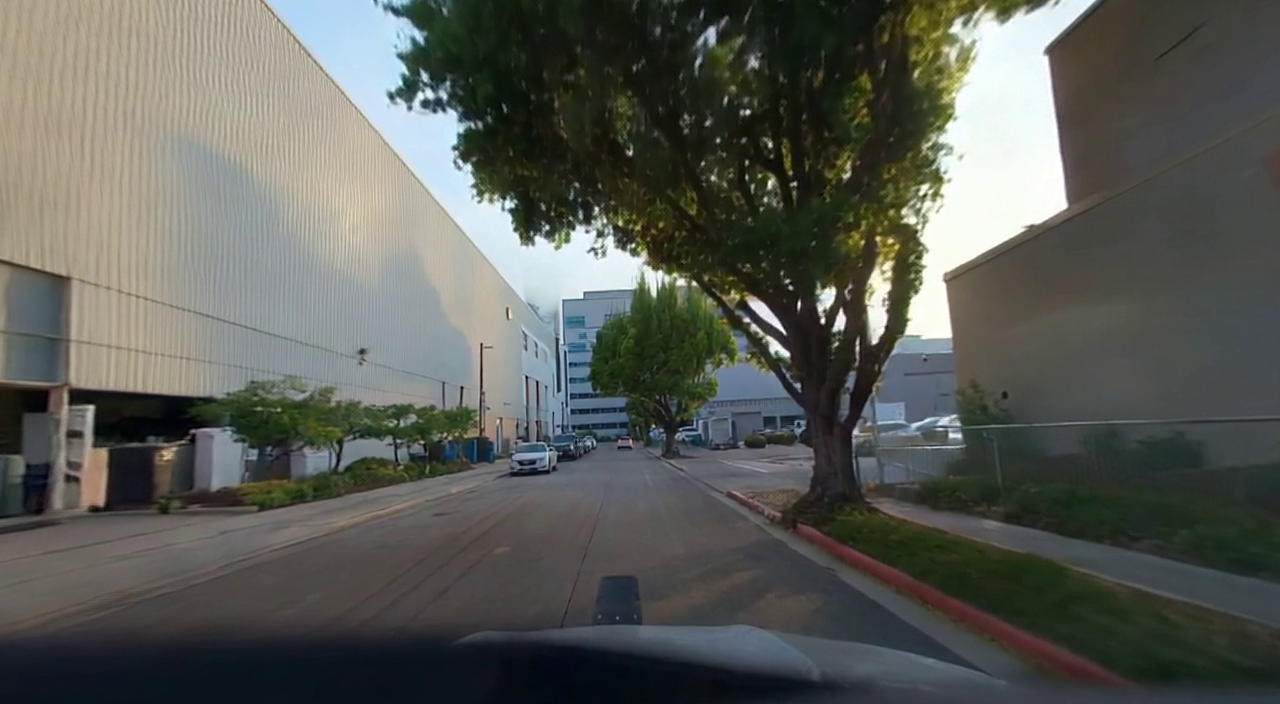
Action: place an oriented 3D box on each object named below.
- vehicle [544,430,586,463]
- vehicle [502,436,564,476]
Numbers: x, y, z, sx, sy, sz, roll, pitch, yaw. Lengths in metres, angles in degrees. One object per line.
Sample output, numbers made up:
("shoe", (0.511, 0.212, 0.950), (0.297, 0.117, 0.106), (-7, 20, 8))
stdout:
("vehicle", (-4.810, 6.163, 40.813), (2.161, 1.843, 5.181), (-4, -9, -2))
("vehicle", (-4.788, 4.740, 28.785), (2.040, 1.501, 4.440), (-4, -9, -1))
